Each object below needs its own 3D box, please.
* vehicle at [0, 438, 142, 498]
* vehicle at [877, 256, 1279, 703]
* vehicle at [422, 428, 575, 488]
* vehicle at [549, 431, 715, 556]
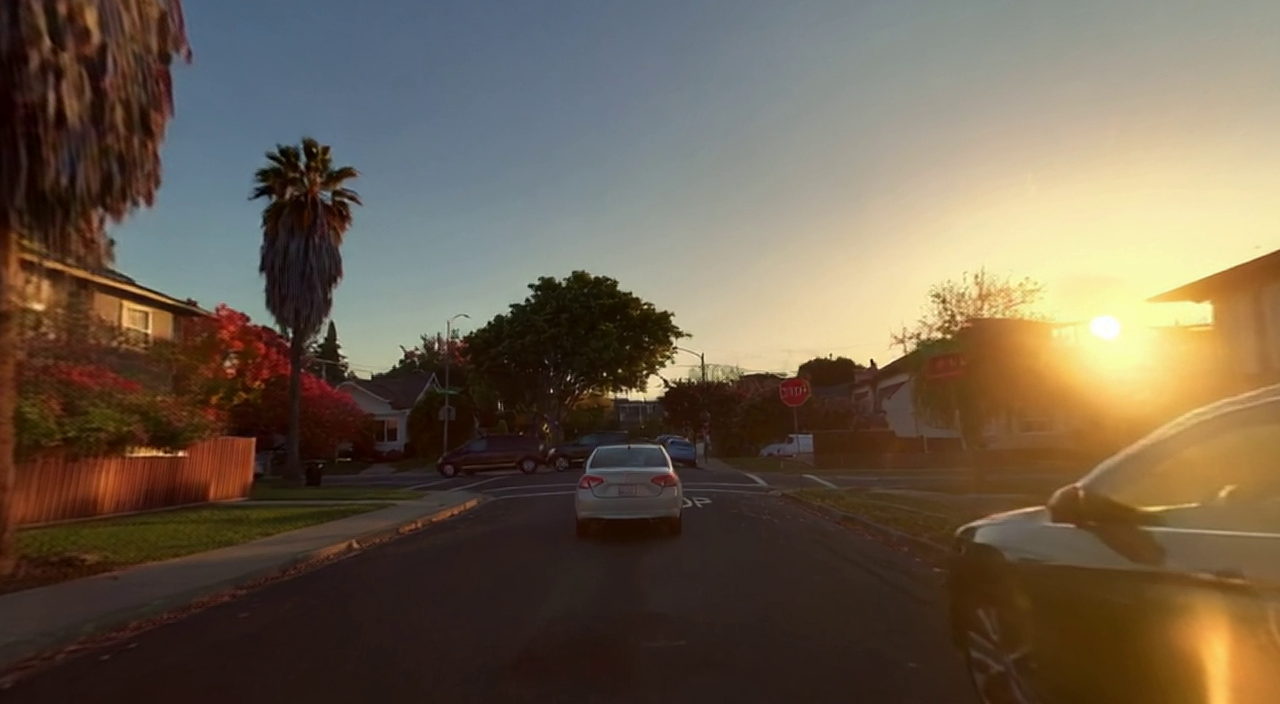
[{"bbox_3d":[-20.872,4.102,22.265,4.603,1.858,2.191,-3,-8,2],"label":"vehicle"},{"bbox_3d":[2.582,0.709,1.547,2.179,1.813,4.815,0,-9,1],"label":"vehicle"},{"bbox_3d":[-5.656,4.118,24.670,6.308,2.057,2.353,-7,-11,38],"label":"vehicle"},{"bbox_3d":[-0.100,2.051,9.771,2.010,1.499,4.107,0,-9,0],"label":"vehicle"}]
